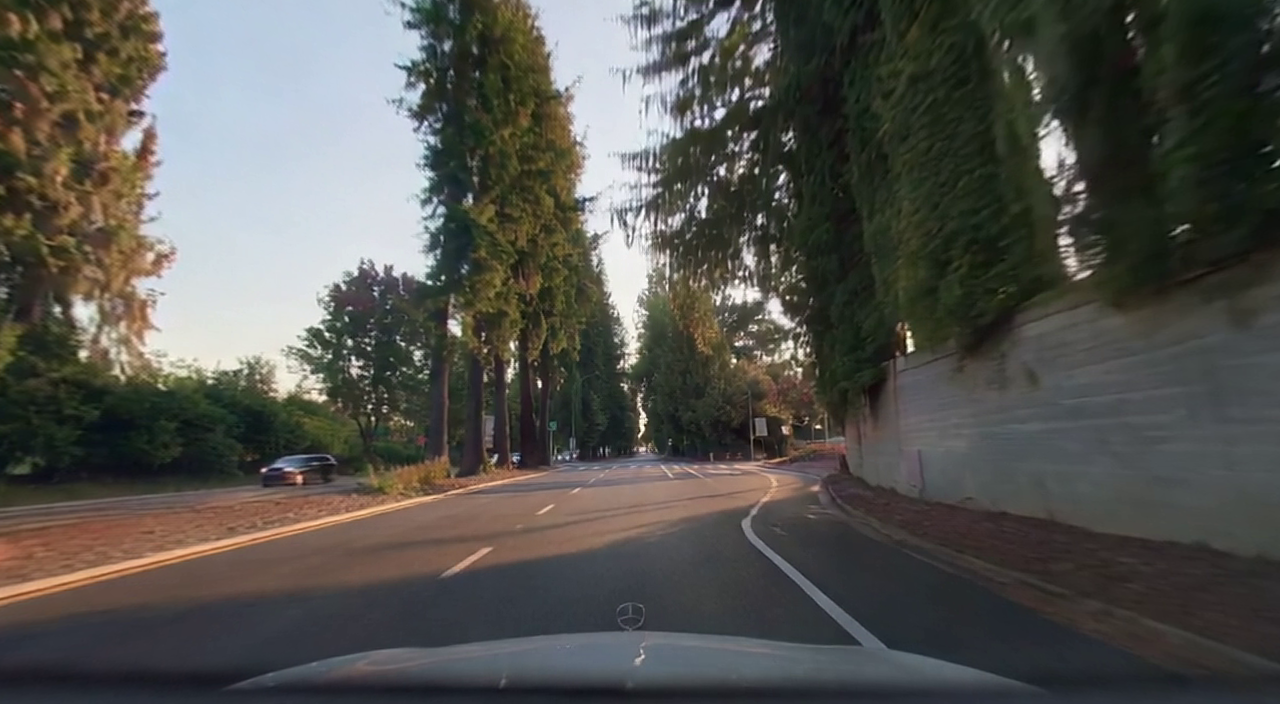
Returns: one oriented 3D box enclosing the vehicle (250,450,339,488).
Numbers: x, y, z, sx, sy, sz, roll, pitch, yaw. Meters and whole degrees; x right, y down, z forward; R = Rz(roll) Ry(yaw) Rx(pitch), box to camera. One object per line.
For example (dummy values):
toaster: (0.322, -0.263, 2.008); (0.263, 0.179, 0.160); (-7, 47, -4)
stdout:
vehicle: (-18.027, 6.080, 33.179); (1.975, 1.815, 4.629); (0, -8, 1)
